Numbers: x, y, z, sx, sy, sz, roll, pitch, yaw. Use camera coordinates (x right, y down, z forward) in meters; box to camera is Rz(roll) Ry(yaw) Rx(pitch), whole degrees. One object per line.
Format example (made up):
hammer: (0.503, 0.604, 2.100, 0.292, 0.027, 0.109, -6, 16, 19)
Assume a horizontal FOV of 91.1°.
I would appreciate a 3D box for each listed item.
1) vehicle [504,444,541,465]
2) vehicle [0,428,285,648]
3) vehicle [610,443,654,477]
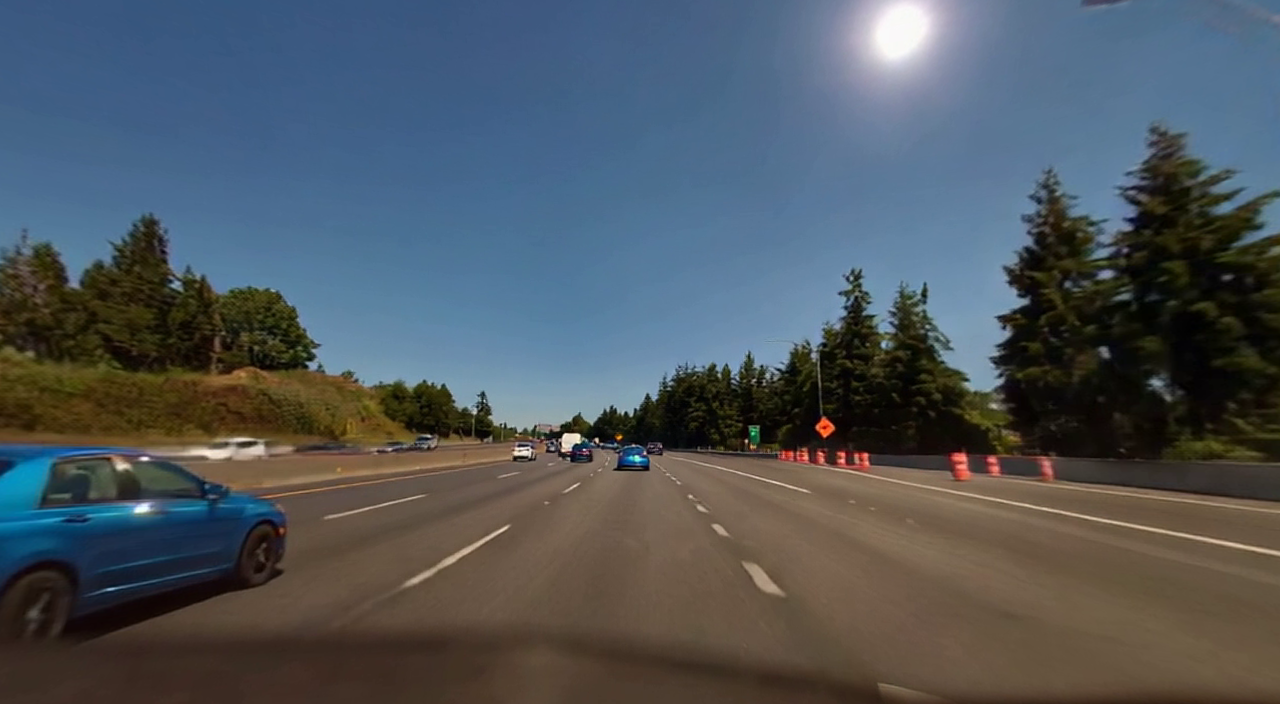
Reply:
vehicle: (-8.604, 7.540, 46.327, 1.946, 1.472, 4.472, 0, -8, 0)
vehicle: (-5.144, 1.345, 4.992, 2.001, 1.415, 4.360, 0, -8, 2)
vehicle: (-0.364, 5.125, 30.189, 1.963, 1.462, 4.681, 0, -8, 0)
